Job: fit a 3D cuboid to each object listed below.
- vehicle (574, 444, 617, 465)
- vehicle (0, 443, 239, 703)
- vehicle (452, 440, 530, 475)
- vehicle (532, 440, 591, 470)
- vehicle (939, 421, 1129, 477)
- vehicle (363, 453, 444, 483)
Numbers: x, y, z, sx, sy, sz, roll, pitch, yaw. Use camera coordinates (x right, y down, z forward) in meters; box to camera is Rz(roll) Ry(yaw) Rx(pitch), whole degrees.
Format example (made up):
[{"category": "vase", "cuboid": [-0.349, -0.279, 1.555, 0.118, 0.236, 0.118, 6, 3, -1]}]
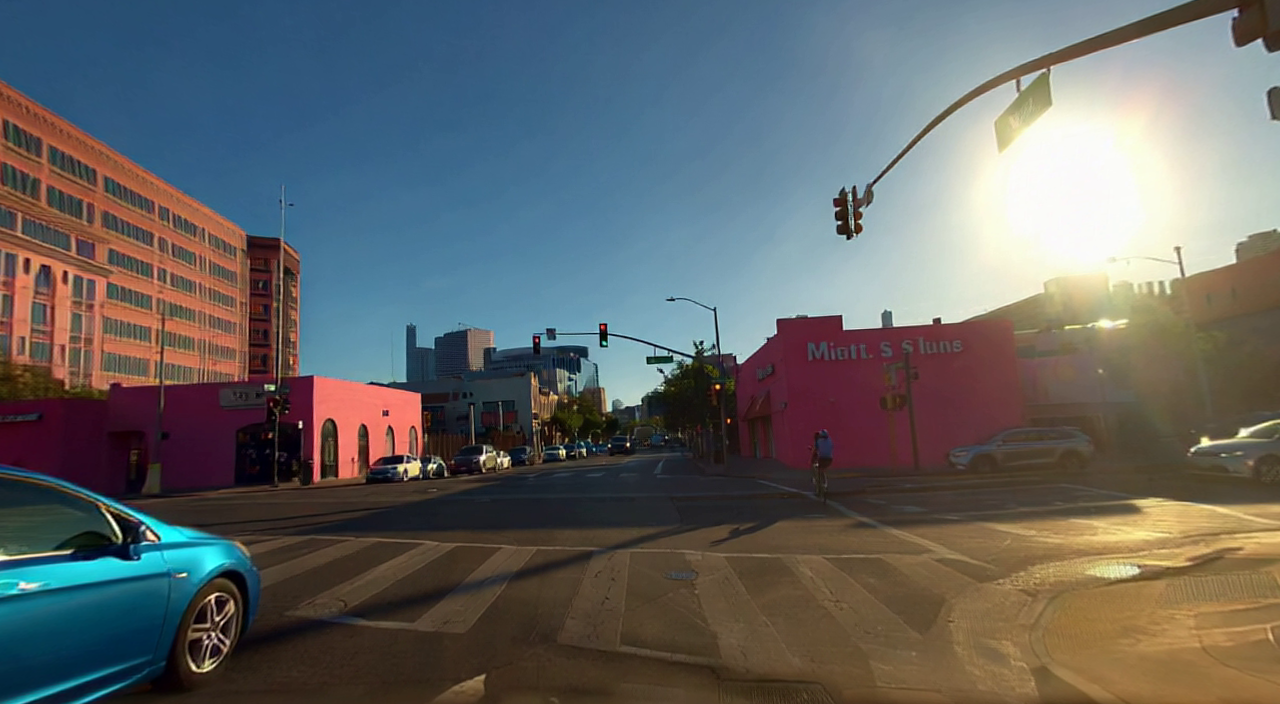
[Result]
[{"category": "vehicle", "cuboid": [-3.046, 7.155, 44.005, 1.743, 1.362, 4.350, -2, -9, 14]}, {"category": "vehicle", "cuboid": [-3.656, 0.976, 2.146, 1.759, 1.325, 4.295, 0, -9, 0]}, {"category": "vehicle", "cuboid": [-8.385, 5.975, 36.054, 2.152, 1.825, 5.406, -2, -9, 12]}, {"category": "vehicle", "cuboid": [-4.503, 5.990, 36.859, 1.928, 1.647, 4.575, -2, -9, 13]}, {"category": "vehicle", "cuboid": [11.577, 2.889, 18.793, 4.355, 1.546, 1.820, -1, -9, 6]}, {"category": "vehicle", "cuboid": [-12.585, 6.175, 33.874, 1.976, 1.425, 4.567, -1, -9, 9]}]
